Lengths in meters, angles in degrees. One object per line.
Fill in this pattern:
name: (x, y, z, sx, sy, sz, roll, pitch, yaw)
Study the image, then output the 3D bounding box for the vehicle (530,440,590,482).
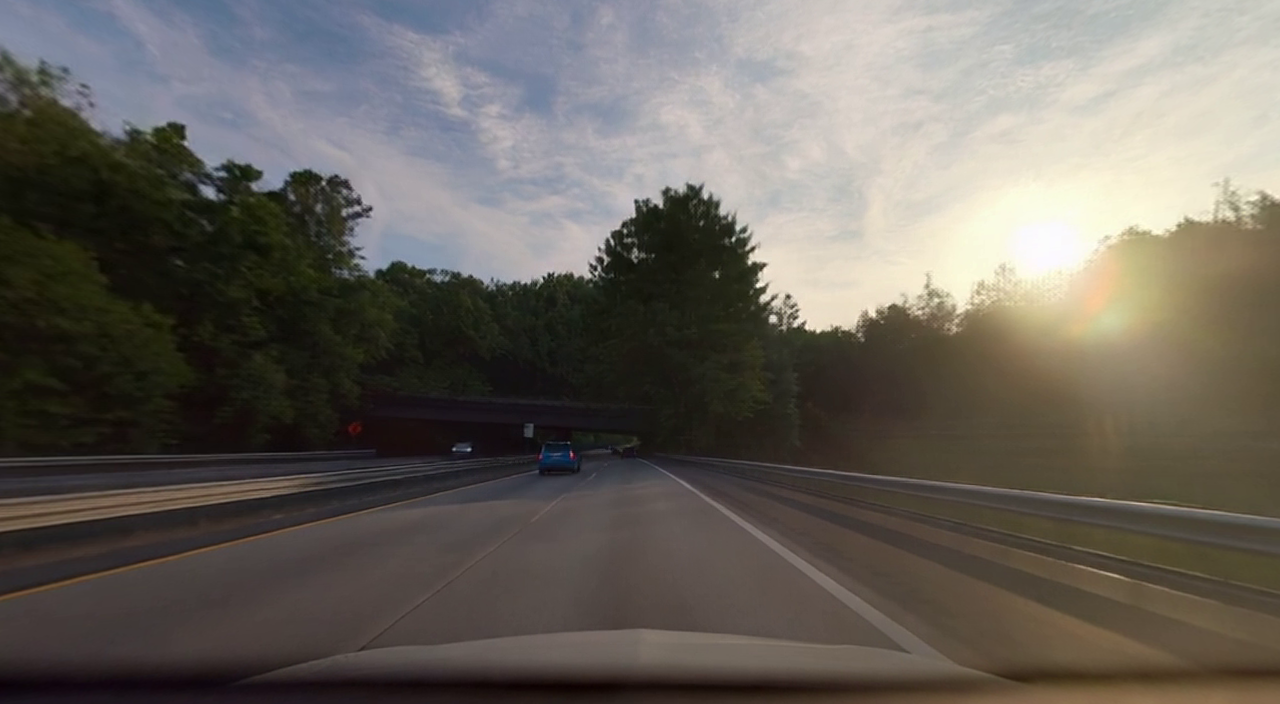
vehicle: (-3.556, 4.970, 28.902, 2.135, 1.755, 4.476, 0, -9, 0)
